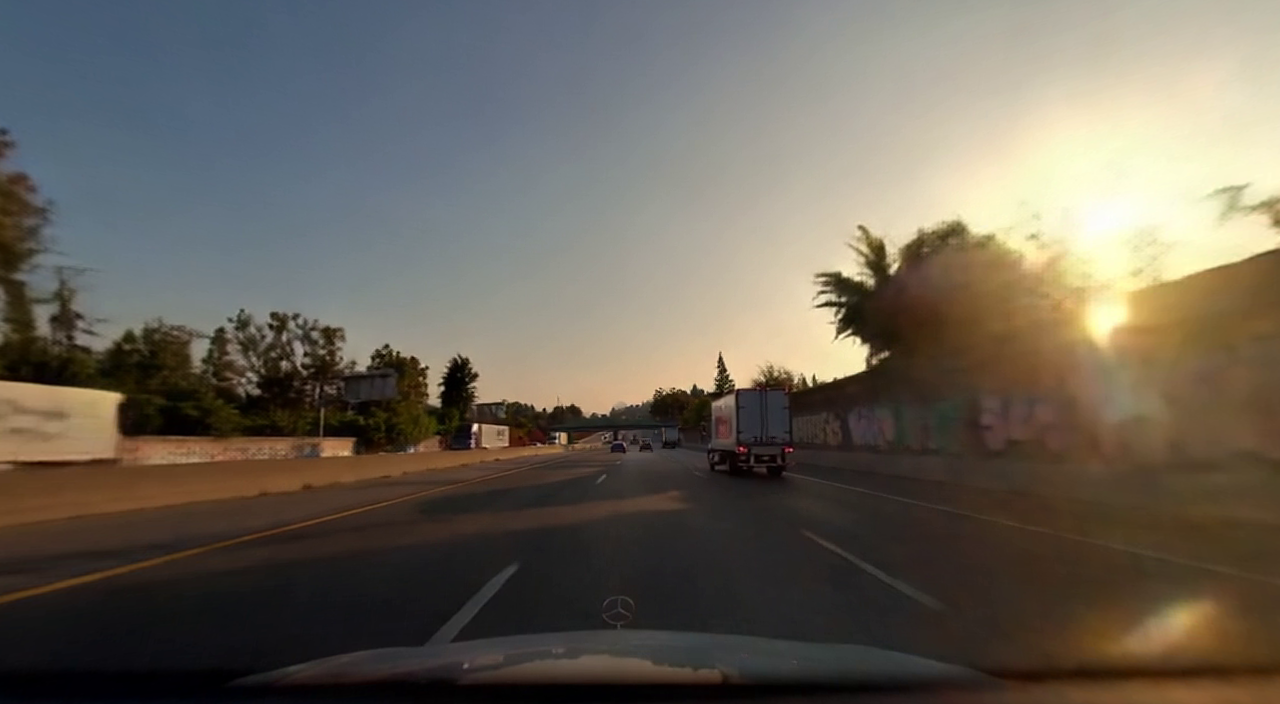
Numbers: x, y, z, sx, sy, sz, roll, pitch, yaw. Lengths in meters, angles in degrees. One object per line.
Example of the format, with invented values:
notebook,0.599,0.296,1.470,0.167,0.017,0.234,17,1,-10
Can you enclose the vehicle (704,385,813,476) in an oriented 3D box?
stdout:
vehicle,5.142,3.761,29.713,2.949,3.470,10.539,0,-8,-1

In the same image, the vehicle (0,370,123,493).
vehicle,-20.795,1.847,15.004,2.850,3.711,17.121,0,-8,-1
